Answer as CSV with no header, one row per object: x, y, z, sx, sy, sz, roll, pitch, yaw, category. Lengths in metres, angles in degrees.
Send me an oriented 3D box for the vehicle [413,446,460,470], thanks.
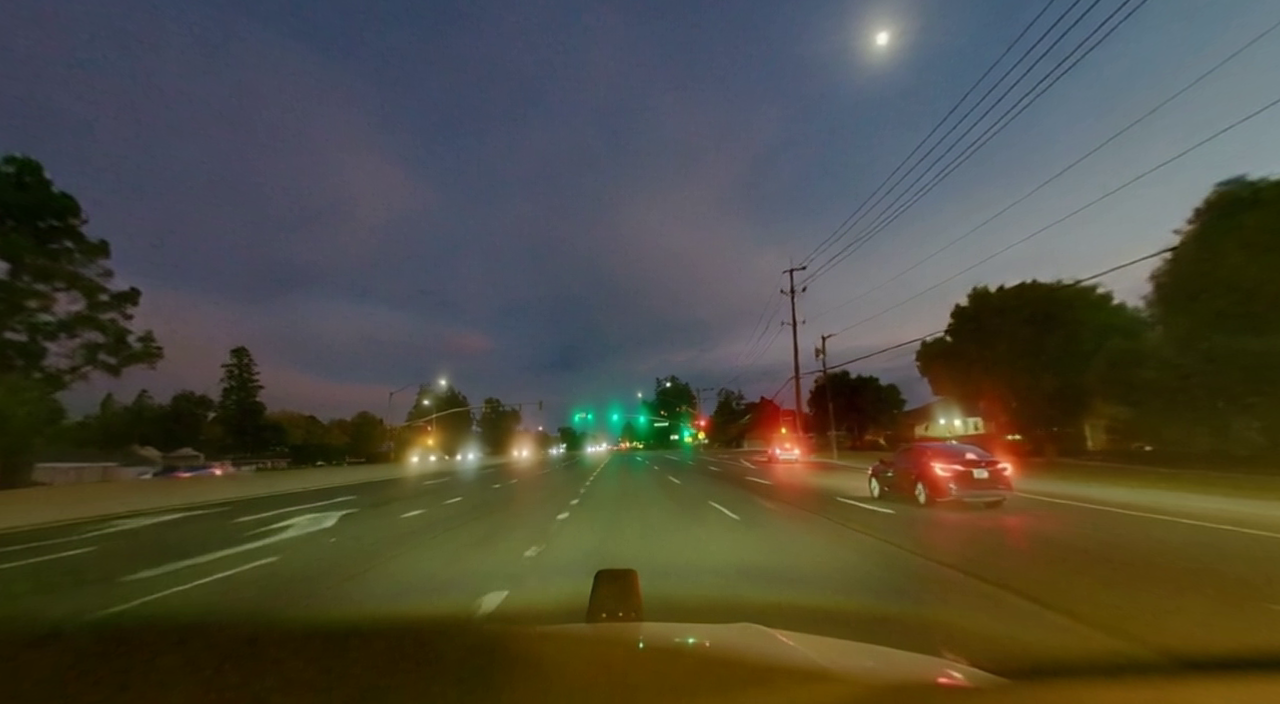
-15.004,7.796,46.789,2.060,1.681,4.418,0,-8,-2,vehicle

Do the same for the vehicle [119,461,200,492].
-29.374,7.590,38.822,1.932,1.639,4.600,1,-9,-9,vehicle

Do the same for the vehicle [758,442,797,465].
9.935,7.339,45.961,1.979,1.581,4.271,0,-8,1,vehicle

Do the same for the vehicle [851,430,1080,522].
6.280,2.440,13.029,2.113,1.520,4.650,0,-8,-2,vehicle
